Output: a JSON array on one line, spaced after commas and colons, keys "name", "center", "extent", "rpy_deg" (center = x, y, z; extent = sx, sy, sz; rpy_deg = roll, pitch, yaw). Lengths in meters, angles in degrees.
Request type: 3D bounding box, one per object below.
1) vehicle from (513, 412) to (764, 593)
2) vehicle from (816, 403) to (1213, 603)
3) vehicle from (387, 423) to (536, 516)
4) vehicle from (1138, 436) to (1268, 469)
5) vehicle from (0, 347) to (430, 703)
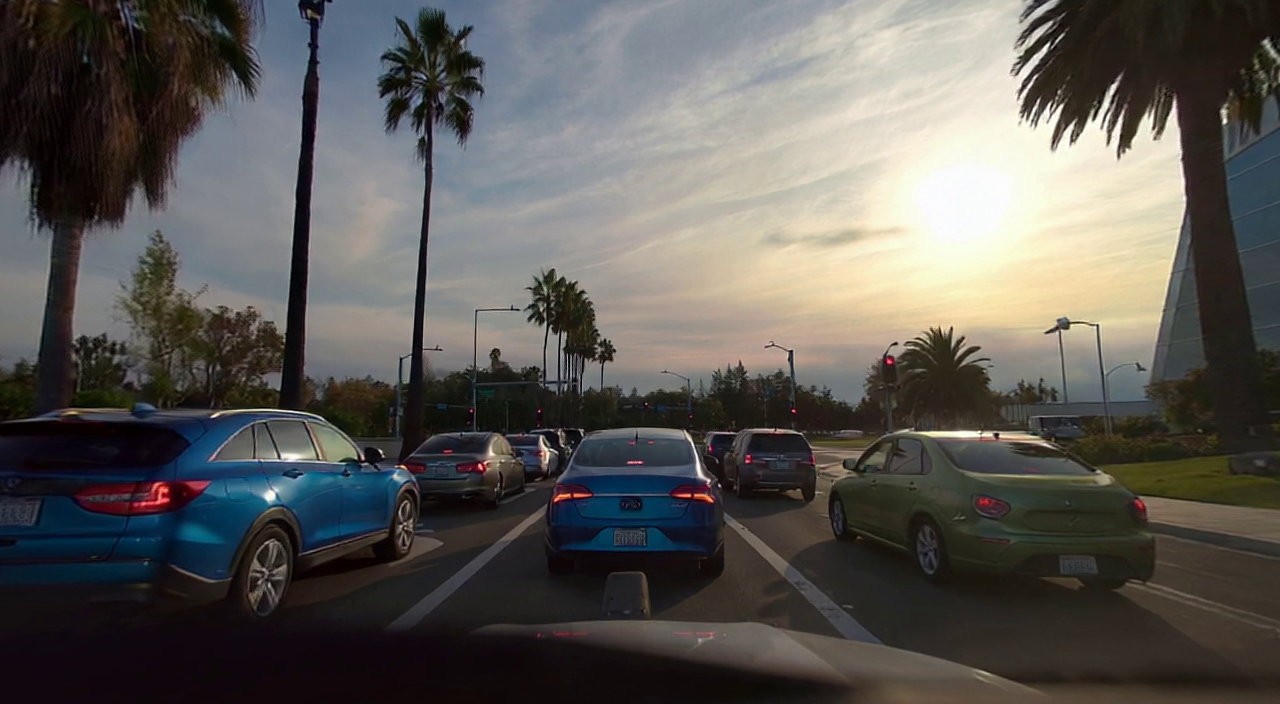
[{"name": "vehicle", "center": [-0.056, 1.656, 7.812], "extent": [2.219, 1.586, 4.321], "rpy_deg": [0, -8, -1]}, {"name": "vehicle", "center": [3.837, 1.619, 7.677], "extent": [2.064, 1.696, 4.431], "rpy_deg": [0, -8, 0]}, {"name": "vehicle", "center": [-3.468, 2.362, 13.071], "extent": [1.917, 1.631, 3.768], "rpy_deg": [0, -8, 1]}, {"name": "vehicle", "center": [25.479, 4.542, 28.644], "extent": [4.014, 1.417, 1.777], "rpy_deg": [-1, -8, 5]}, {"name": "vehicle", "center": [-3.538, 1.174, 5.362], "extent": [2.014, 1.775, 4.404], "rpy_deg": [0, -8, -1]}]
